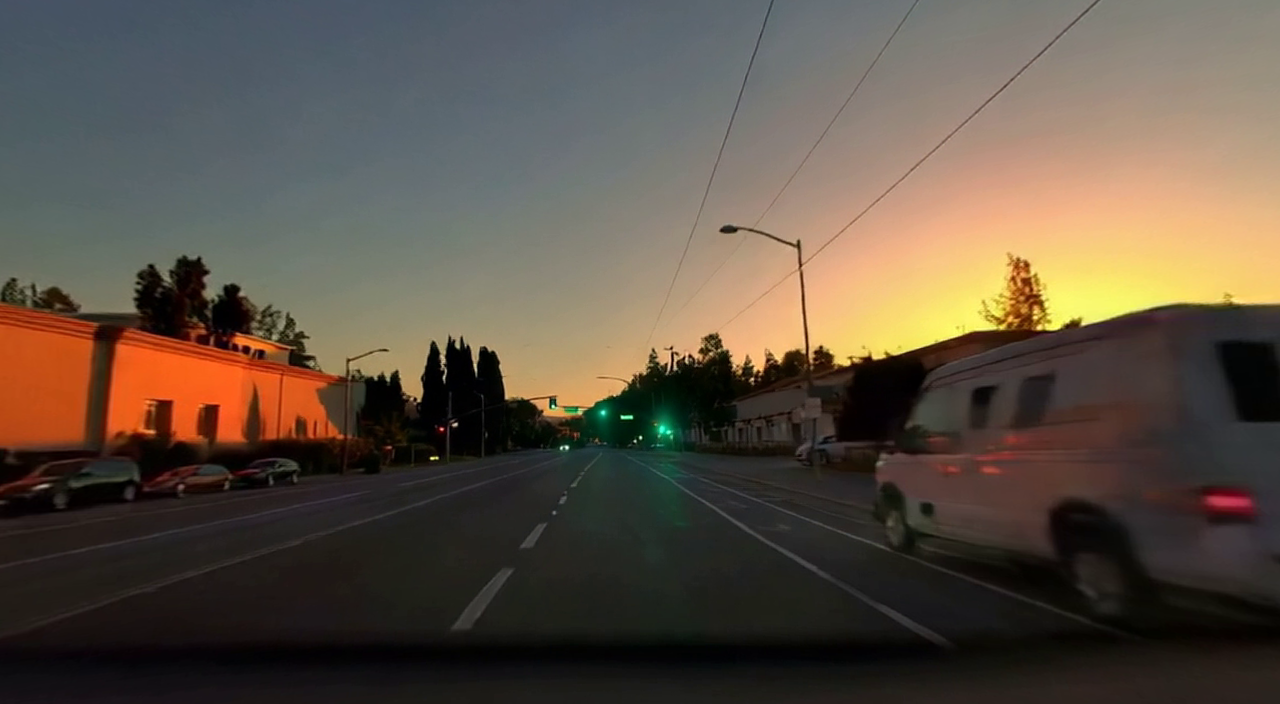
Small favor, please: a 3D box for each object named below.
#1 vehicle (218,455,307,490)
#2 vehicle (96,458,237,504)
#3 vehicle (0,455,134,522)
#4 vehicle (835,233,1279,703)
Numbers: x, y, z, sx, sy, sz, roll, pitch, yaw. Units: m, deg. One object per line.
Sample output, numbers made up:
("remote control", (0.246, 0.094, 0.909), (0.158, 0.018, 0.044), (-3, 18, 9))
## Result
("vehicle", (-18.652, 5.934, 31.323), (1.869, 1.541, 4.354), (0, -9, -3))
("vehicle", (-18.384, 4.995, 24.802), (1.906, 1.509, 4.834), (0, -8, -2))
("vehicle", (-17.967, 3.980, 18.931), (2.021, 1.695, 4.372), (0, -9, -4))
("vehicle", (4.665, 1.047, 6.852), (2.739, 2.866, 6.142), (-1, -7, -3))
